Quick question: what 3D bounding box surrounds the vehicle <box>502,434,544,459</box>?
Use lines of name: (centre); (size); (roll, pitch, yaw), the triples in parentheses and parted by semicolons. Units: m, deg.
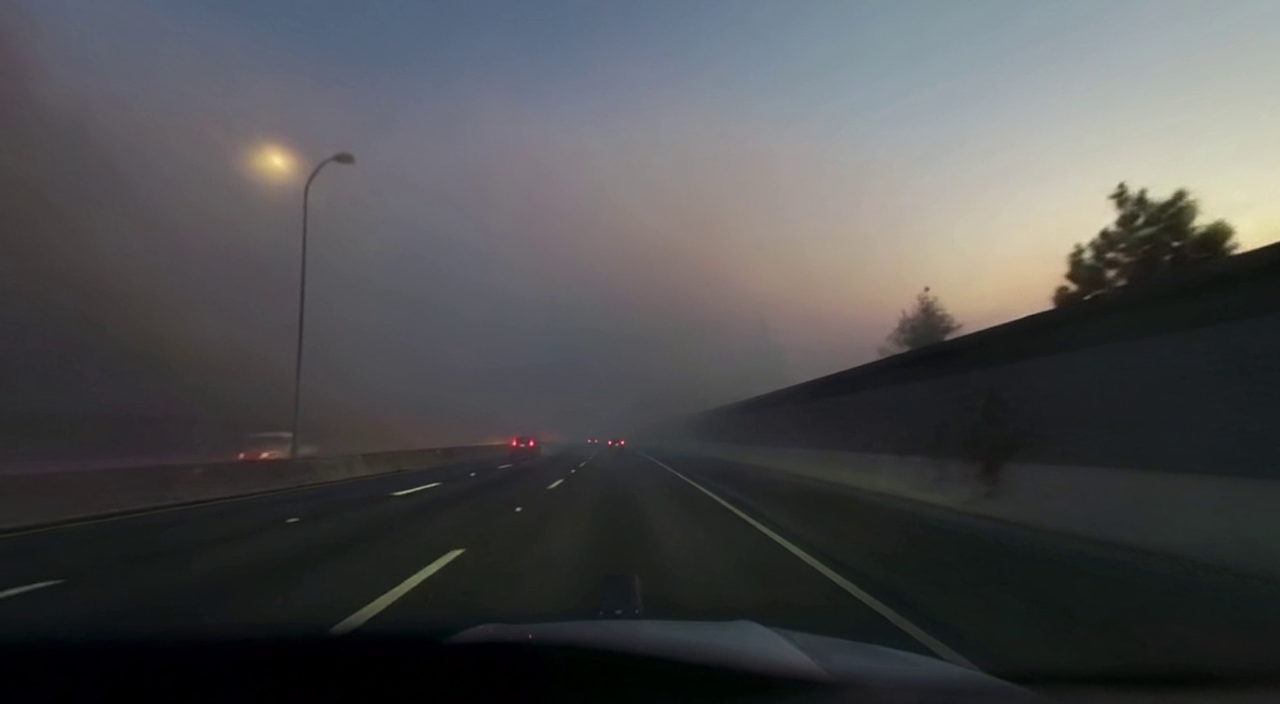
vehicle: (-7.355, 5.947, 39.738); (1.988, 1.505, 4.044); (0, -8, -2)

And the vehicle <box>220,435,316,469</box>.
vehicle: (-19.992, 5.359, 34.121); (2.082, 1.681, 5.193); (0, -8, -1)
